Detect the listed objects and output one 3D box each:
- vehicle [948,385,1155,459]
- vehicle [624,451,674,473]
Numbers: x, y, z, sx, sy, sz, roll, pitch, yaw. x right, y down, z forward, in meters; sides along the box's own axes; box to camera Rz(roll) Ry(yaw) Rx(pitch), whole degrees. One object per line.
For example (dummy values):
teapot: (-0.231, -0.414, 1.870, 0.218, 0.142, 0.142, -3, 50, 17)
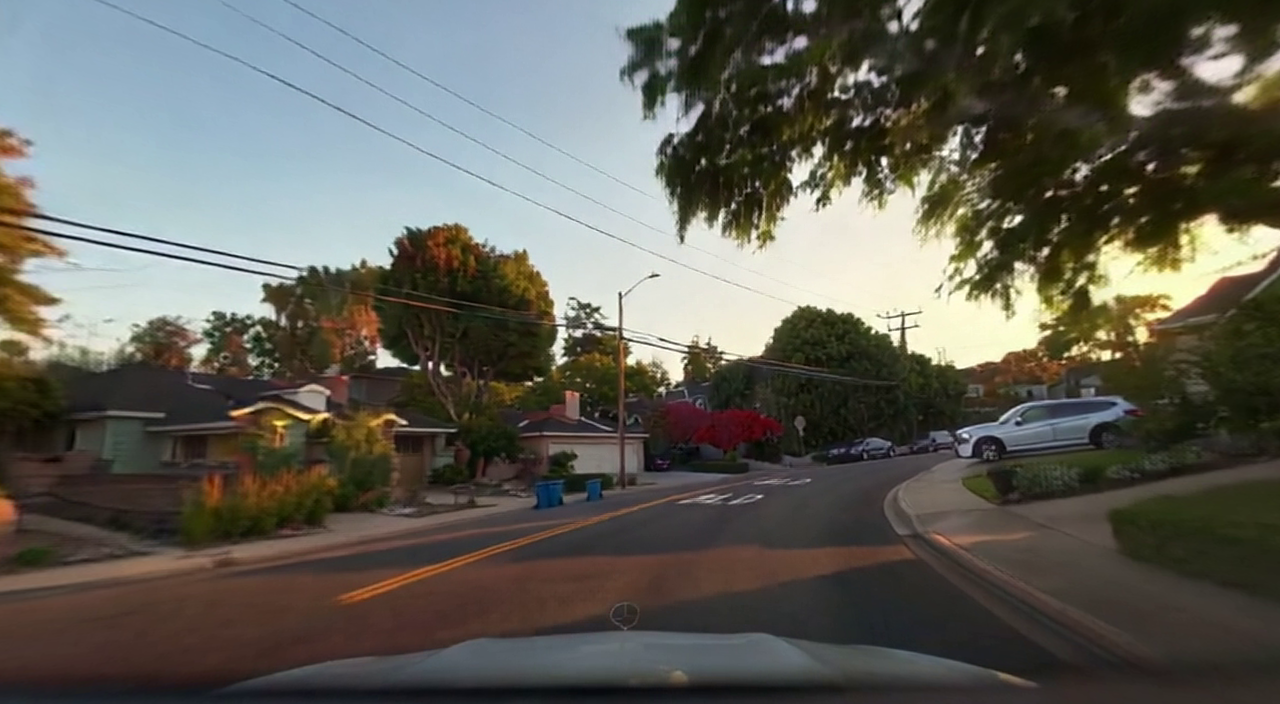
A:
vehicle: (12.508, 2.247, 19.537, 5.011, 2.014, 2.056, -6, -11, 34)
vehicle: (0.642, 8.309, 47.779, 1.842, 1.489, 3.697, 6, -10, -39)
